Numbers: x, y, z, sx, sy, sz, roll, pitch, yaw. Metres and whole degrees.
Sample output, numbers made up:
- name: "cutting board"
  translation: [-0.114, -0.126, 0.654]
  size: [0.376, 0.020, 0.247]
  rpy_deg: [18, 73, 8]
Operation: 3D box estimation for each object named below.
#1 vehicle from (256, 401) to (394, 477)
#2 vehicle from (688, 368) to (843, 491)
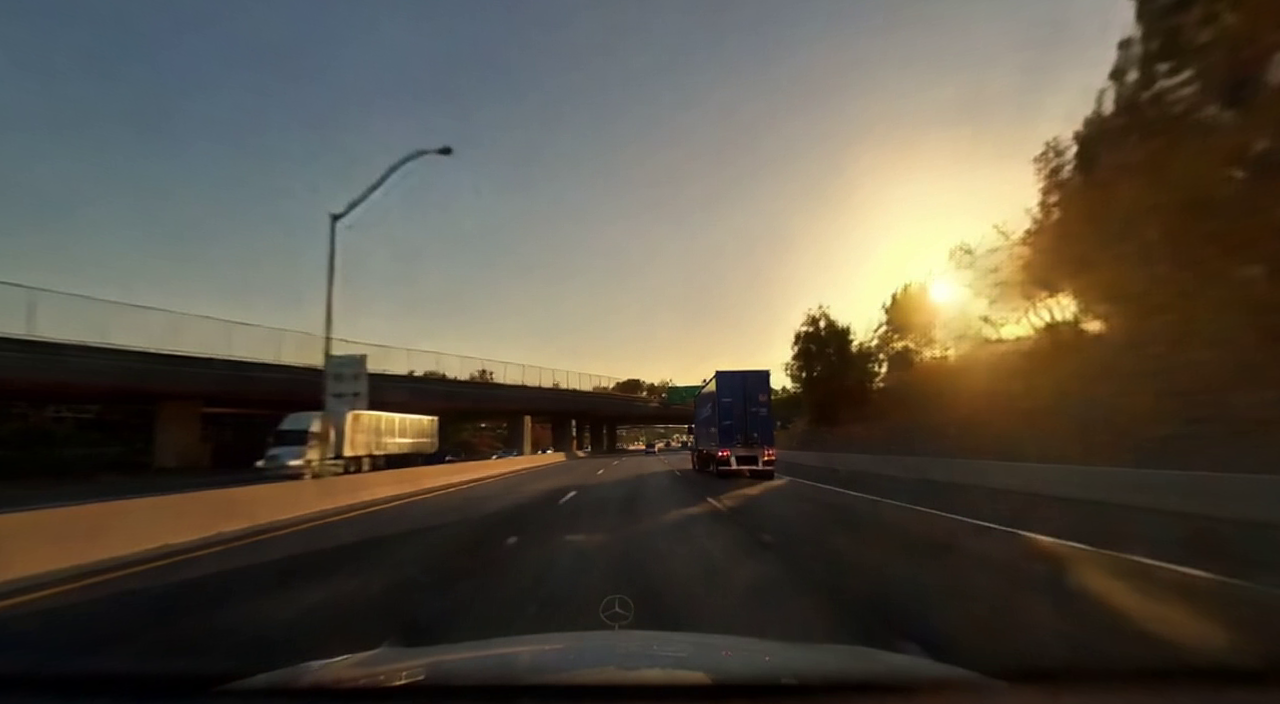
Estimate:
- name: "vehicle"
  translation: [-20.156, 5.766, 41.528]
  size: [3.269, 4.283, 11.156]
  rpy_deg: [0, -8, 0]
- name: "vehicle"
  translation: [4.054, 3.034, 24.007]
  size: [3.306, 3.531, 11.717]
  rpy_deg: [0, -8, -1]
